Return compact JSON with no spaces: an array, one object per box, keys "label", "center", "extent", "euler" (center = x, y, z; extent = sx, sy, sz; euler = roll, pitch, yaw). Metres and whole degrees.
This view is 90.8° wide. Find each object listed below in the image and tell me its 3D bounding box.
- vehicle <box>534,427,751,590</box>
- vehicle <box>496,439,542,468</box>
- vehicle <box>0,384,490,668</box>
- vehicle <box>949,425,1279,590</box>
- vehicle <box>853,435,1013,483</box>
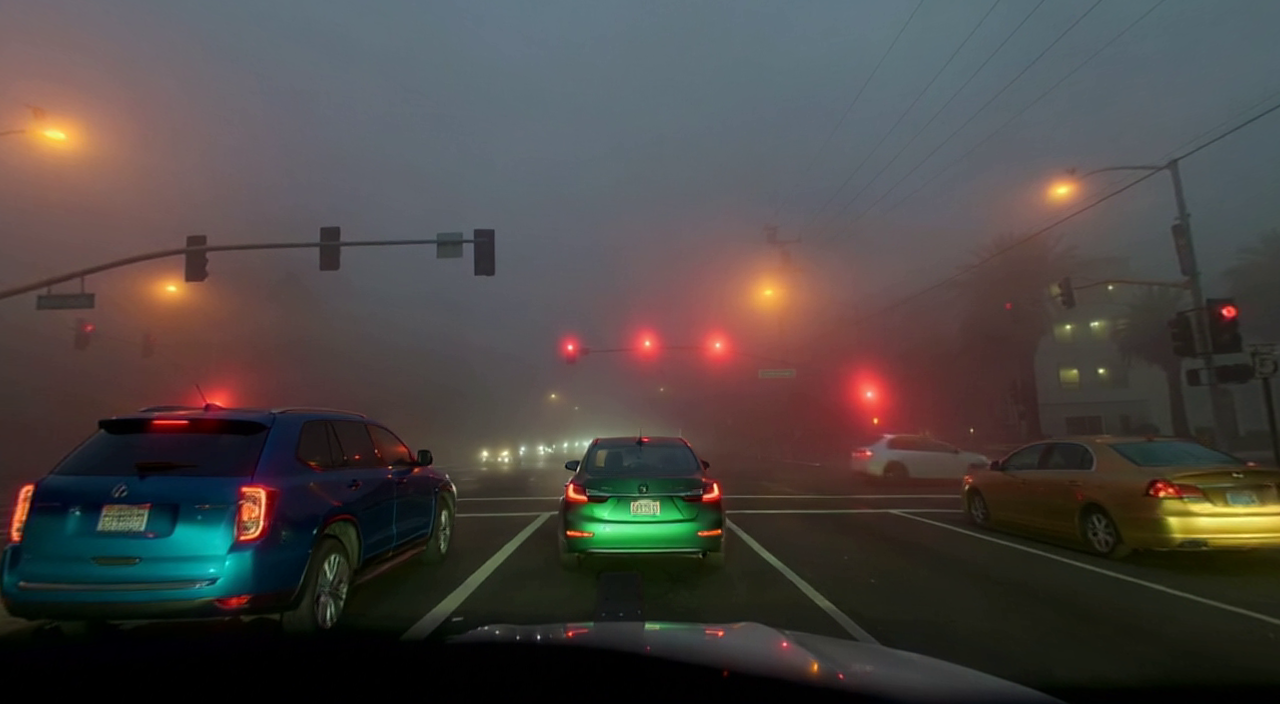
[{"label":"vehicle","center":[-0.007,1.701,7.732],"extent":[1.942,1.445,3.973],"euler":[0,-8,-1]},{"label":"vehicle","center":[-7.963,6.701,42.002],"extent":[2.130,1.810,4.450],"euler":[-2,-8,1]},{"label":"vehicle","center":[-3.104,1.366,6.092],"extent":[2.051,1.682,4.467],"euler":[0,-8,2]},{"label":"vehicle","center":[6.093,1.760,8.093],"extent":[1.970,1.489,4.482],"euler":[0,-8,-1]},{"label":"vehicle","center":[10.497,3.862,22.925],"extent":[4.742,1.605,2.117],"euler":[0,-8,0]}]
